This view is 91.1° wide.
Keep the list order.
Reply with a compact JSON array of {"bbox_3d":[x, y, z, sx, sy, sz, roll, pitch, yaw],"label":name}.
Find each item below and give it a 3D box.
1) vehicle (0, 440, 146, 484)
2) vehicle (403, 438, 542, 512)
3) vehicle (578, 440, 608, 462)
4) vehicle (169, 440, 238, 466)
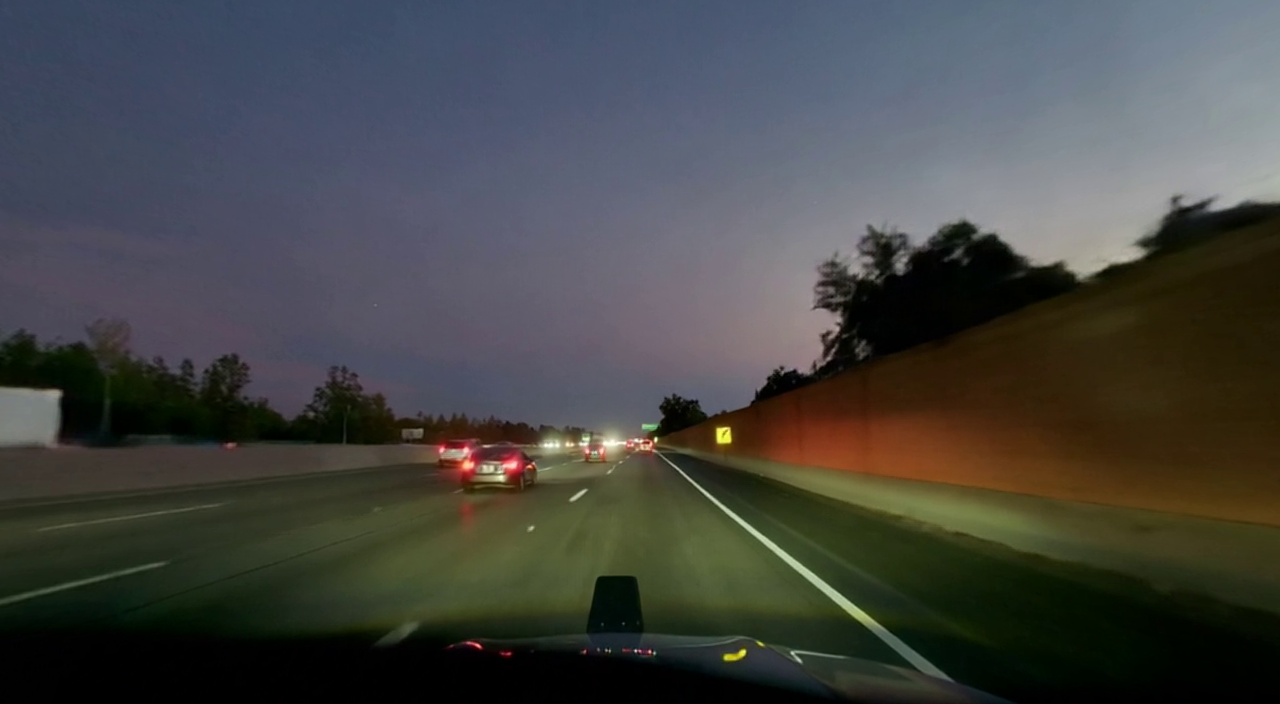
[{"bbox_3d":[-21.260,4.051,23.528,1.861,1.461,4.431,0,-8,0],"label":"vehicle"},{"bbox_3d":[-3.777,2.843,15.182,1.945,1.484,4.803,0,-8,1],"label":"vehicle"},{"bbox_3d":[-3.650,7.792,49.668,2.036,1.636,4.511,0,-8,1],"label":"vehicle"},{"bbox_3d":[-27.742,6.412,40.041,1.399,1.579,4.043,0,-8,1],"label":"vehicle"}]
